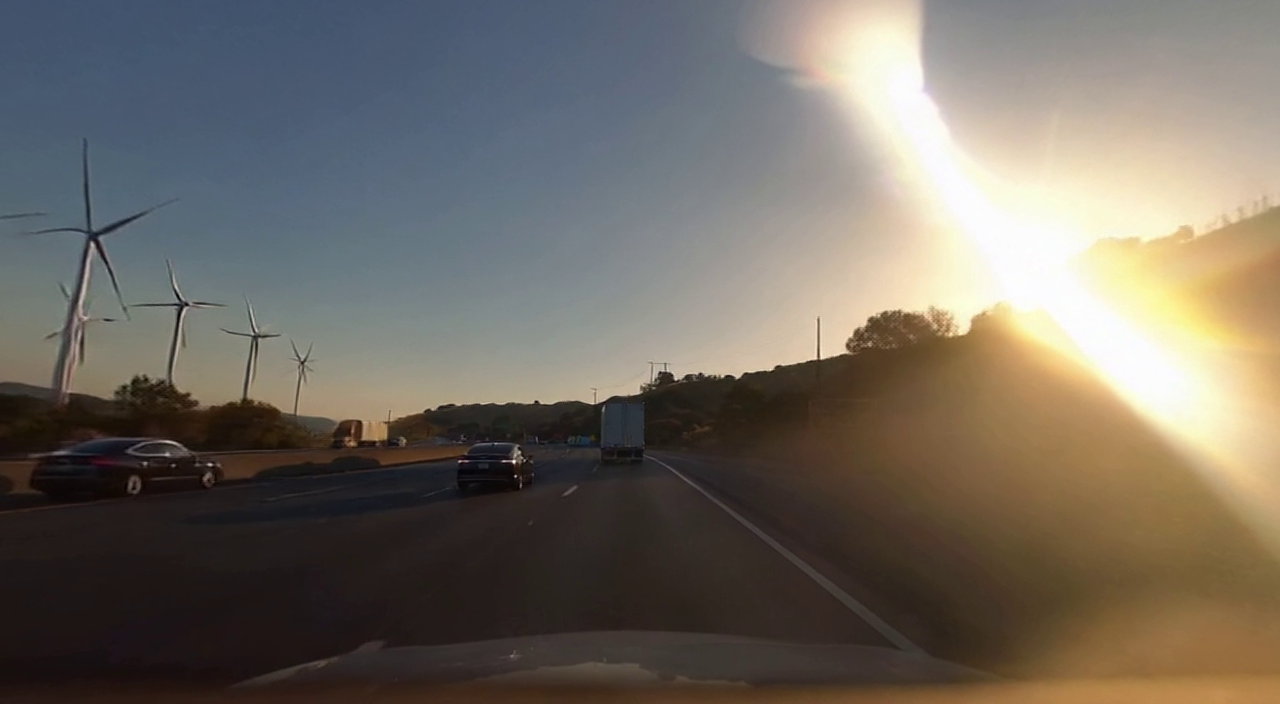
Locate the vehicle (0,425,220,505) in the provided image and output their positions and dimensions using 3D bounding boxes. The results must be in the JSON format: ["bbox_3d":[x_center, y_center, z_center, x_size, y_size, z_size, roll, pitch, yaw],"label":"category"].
[{"bbox_3d":[-14.822,3.054,17.558,2.285,1.835,5.672,0,-8,-1],"label":"vehicle"}]

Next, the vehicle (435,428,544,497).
[{"bbox_3d":[-4.003,3.001,17.396,2.109,1.684,3.783,0,-8,0],"label":"vehicle"}]
